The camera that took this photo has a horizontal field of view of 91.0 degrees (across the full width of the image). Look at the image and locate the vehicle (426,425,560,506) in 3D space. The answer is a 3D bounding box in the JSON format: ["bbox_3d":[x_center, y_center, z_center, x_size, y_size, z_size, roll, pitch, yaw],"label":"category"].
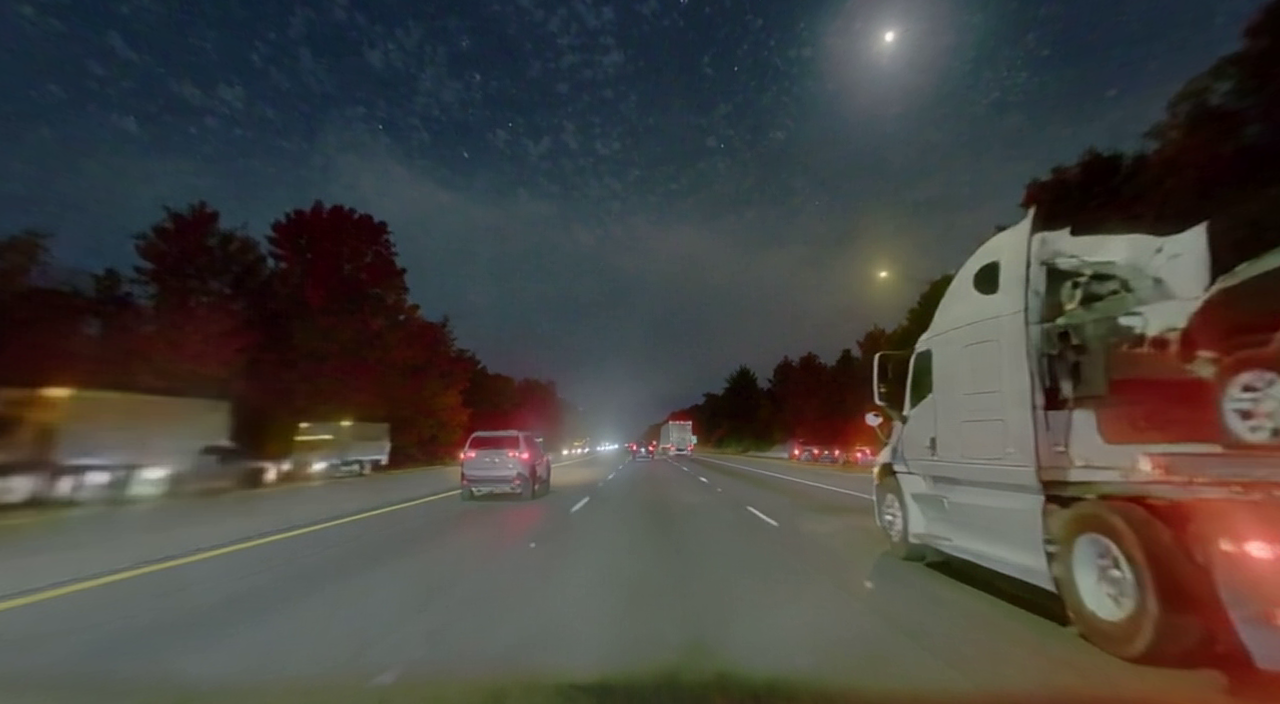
[{"bbox_3d":[-3.377,2.725,15.533,2.077,1.669,4.739,0,-8,1],"label":"vehicle"}]

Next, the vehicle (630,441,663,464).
[{"bbox_3d":[0.447,6.907,43.273,2.152,1.484,4.211,0,-8,1],"label":"vehicle"}]

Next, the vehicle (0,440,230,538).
[{"bbox_3d":[-10.234,2.429,11.909,1.957,1.488,4.351,0,-8,1],"label":"vehicle"}]

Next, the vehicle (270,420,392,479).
[{"bbox_3d":[-13.873,4.435,28.851,2.432,2.411,5.950,0,-8,1],"label":"vehicle"}]

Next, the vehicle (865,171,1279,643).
[{"bbox_3d":[4.702,0.577,6.565,3.306,3.639,3.451,0,-8,0],"label":"vehicle"}]
